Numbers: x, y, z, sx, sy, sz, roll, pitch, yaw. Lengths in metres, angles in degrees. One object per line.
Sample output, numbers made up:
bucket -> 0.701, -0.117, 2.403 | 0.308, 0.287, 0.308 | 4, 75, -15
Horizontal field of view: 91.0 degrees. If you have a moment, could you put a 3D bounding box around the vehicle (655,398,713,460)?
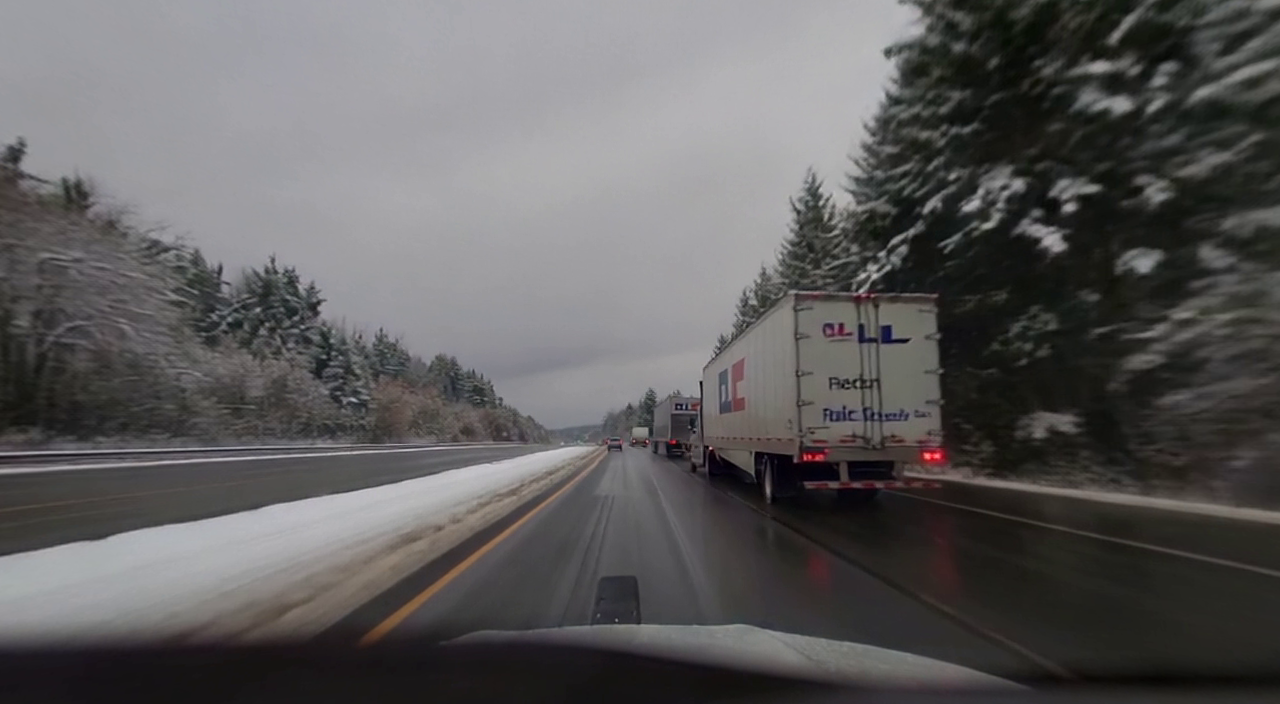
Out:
vehicle -> 3.100, 6.184, 48.971 | 2.871, 4.072, 14.183 | 1, -8, -3

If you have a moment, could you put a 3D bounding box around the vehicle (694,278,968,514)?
vehicle -> 3.853, 1.722, 18.056 | 2.863, 4.031, 14.678 | 0, -8, -2
